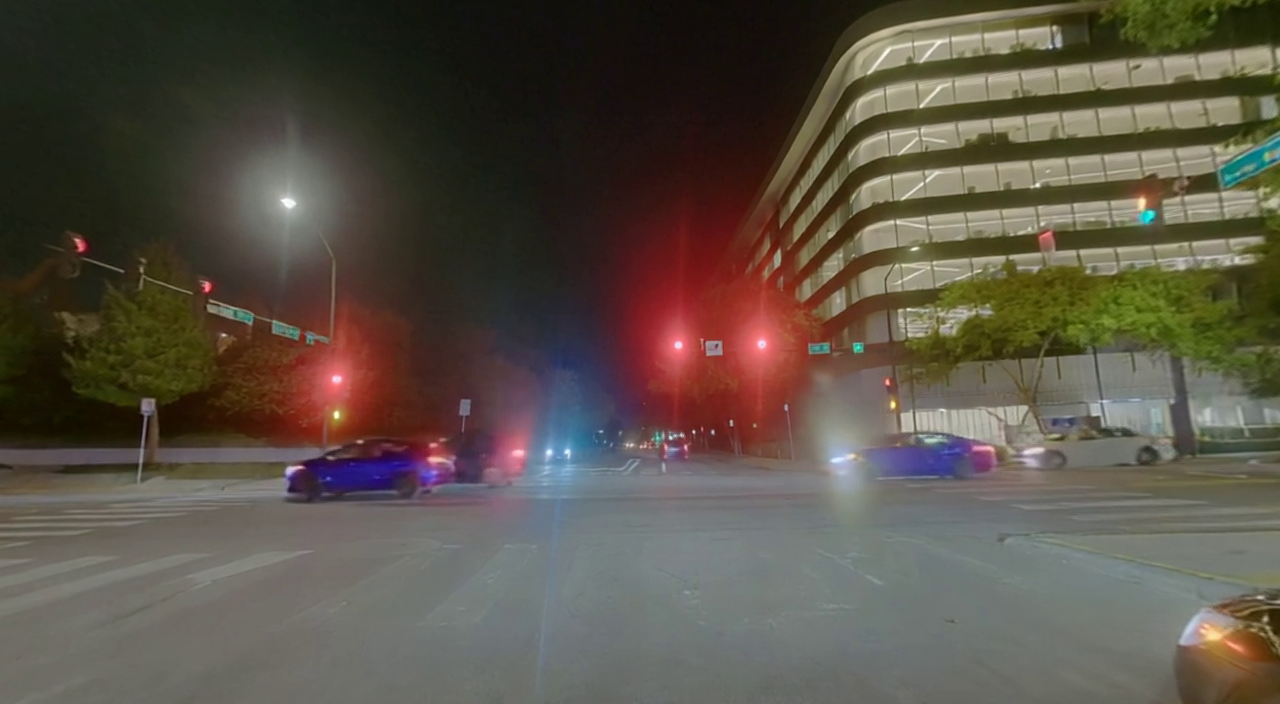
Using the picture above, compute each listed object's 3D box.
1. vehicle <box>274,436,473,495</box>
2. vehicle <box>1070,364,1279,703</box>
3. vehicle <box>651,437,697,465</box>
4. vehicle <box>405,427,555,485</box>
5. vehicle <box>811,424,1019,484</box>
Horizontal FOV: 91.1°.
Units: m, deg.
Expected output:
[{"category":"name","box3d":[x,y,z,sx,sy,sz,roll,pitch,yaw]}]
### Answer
[{"category":"vehicle","box3d":[-6.985,3.010,16.834,4.464,1.472,1.867,0,-8,0]},{"category":"vehicle","box3d":[2.890,0.672,0.829,1.947,1.576,3.825,0,-8,1]},{"category":"vehicle","box3d":[2.028,6.043,38.502,2.053,1.625,4.551,1,-8,-7]},{"category":"vehicle","box3d":[-5.137,3.392,20.621,4.363,1.757,1.926,0,-8,1]},{"category":"vehicle","box3d":[7.267,2.739,16.963,4.723,1.484,1.883,0,-8,0]}]
